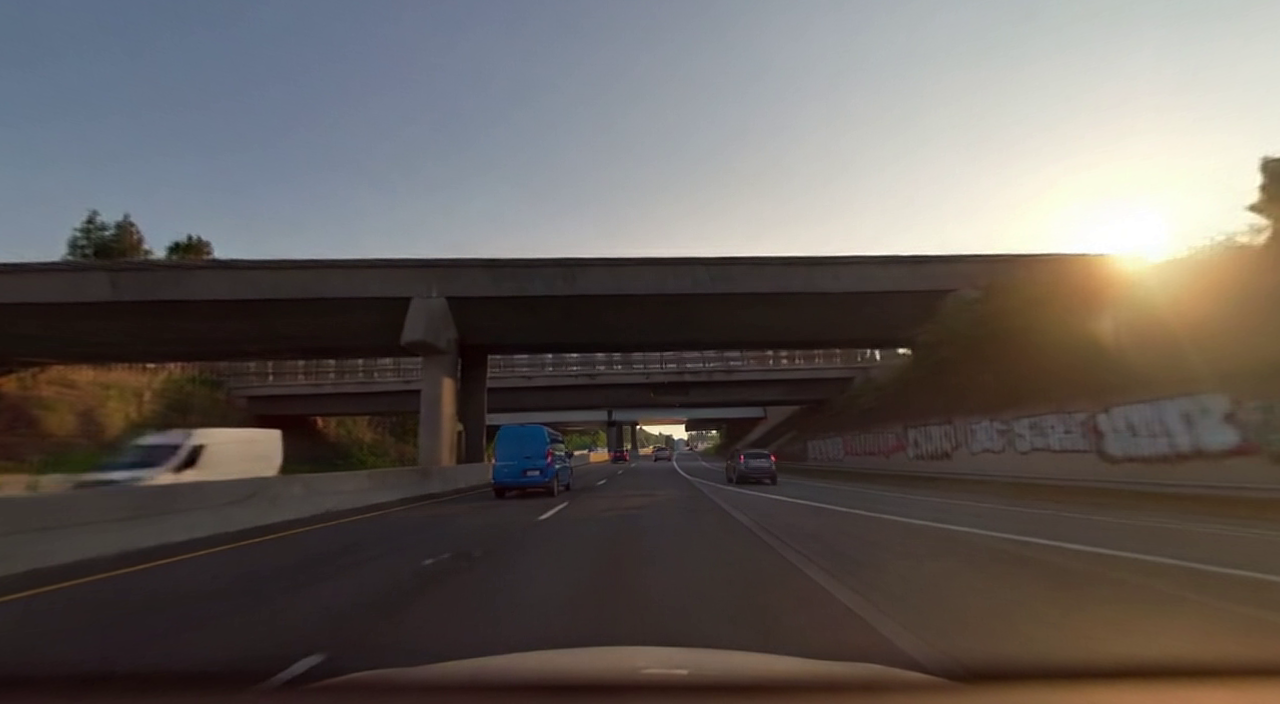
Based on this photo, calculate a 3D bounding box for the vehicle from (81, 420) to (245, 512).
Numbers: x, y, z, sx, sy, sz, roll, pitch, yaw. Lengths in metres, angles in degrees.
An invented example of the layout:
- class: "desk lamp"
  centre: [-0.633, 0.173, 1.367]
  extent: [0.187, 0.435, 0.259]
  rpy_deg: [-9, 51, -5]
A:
- class: "vehicle"
  centre: [-16.299, 3.877, 21.923]
  extent: [2.186, 2.850, 4.135]
  rpy_deg: [-1, -9, 2]

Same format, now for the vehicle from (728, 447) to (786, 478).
- class: "vehicle"
  centre: [6.187, 5.888, 33.970]
  extent: [1.972, 1.492, 4.623]
  rpy_deg: [0, -9, -4]

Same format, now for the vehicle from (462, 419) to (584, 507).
- class: "vehicle"
  centre: [-2.969, 2.984, 17.329]
  extent: [2.310, 2.030, 5.094]
  rpy_deg: [0, -8, 1]

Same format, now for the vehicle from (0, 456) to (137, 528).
- class: "vehicle"
  centre: [-16.352, 3.651, 16.843]
  extent: [1.960, 1.632, 4.602]
  rpy_deg: [0, -9, 1]
